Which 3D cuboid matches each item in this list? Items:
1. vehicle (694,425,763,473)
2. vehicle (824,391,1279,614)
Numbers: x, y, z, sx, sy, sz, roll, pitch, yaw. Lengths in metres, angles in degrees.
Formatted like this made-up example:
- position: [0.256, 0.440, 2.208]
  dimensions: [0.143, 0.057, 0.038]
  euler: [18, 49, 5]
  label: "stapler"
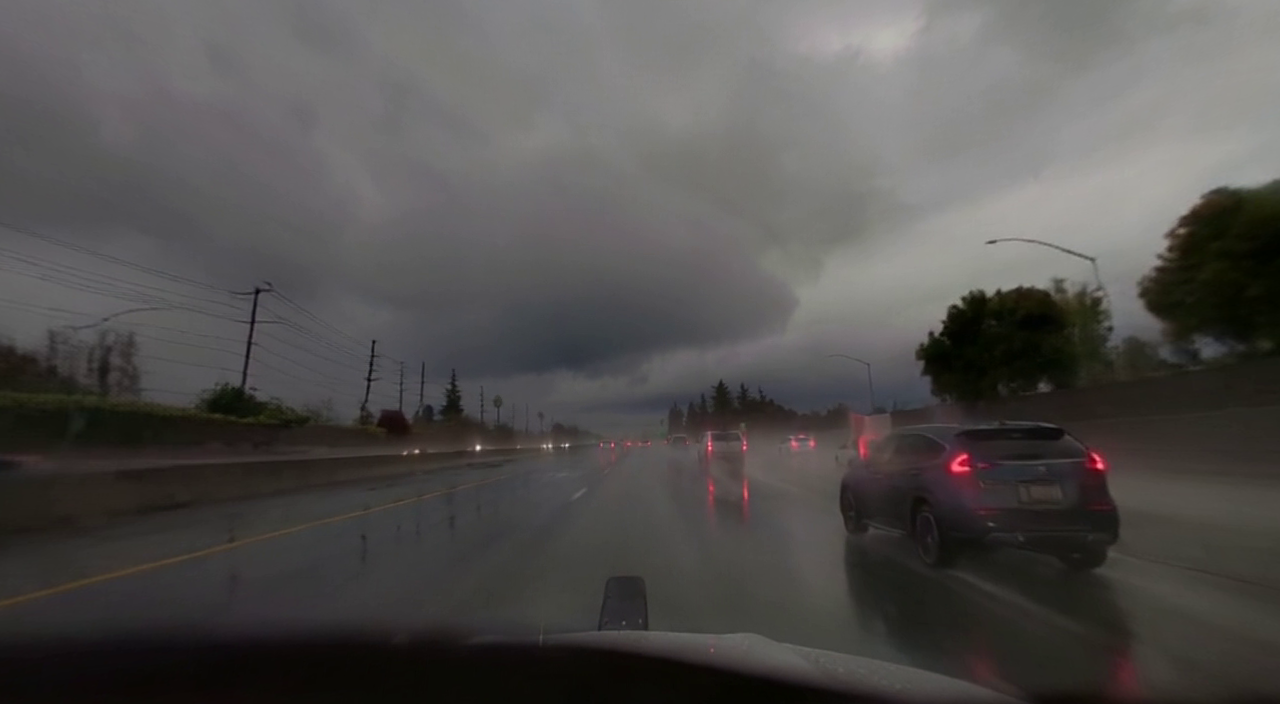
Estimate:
- position: [3.993, 4.525, 29.566]
  dimensions: [2.442, 2.022, 5.466]
  euler: [0, -8, 0]
  label: "vehicle"
- position: [3.798, 1.433, 6.991]
  dimensions: [2.146, 1.639, 4.475]
  euler: [0, -8, 0]
  label: "vehicle"
